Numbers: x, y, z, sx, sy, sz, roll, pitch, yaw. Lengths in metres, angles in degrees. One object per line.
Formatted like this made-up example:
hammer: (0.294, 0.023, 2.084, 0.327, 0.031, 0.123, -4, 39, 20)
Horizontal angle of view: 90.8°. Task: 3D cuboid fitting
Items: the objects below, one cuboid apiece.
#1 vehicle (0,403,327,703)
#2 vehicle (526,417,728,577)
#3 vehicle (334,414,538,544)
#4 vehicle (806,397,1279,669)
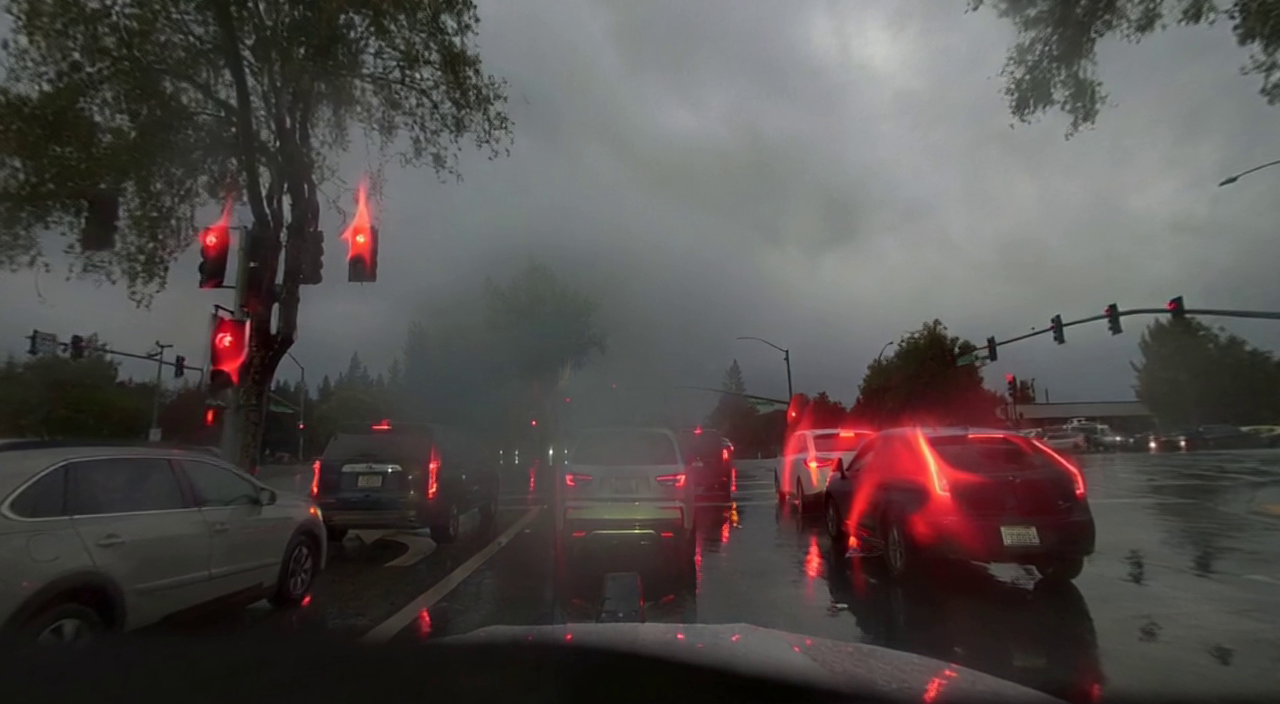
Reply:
vehicle: (-3.355, 0.947, 2.364, 1.863, 1.495, 4.667, 0, -8, 2)
vehicle: (-0.103, 1.800, 8.544, 2.106, 1.655, 3.717, 0, -8, 1)
vehicle: (-3.229, 2.115, 11.155, 2.048, 1.805, 4.405, 0, -8, 1)
vehicle: (3.224, 1.442, 6.186, 2.006, 1.659, 4.462, 0, -8, 1)
